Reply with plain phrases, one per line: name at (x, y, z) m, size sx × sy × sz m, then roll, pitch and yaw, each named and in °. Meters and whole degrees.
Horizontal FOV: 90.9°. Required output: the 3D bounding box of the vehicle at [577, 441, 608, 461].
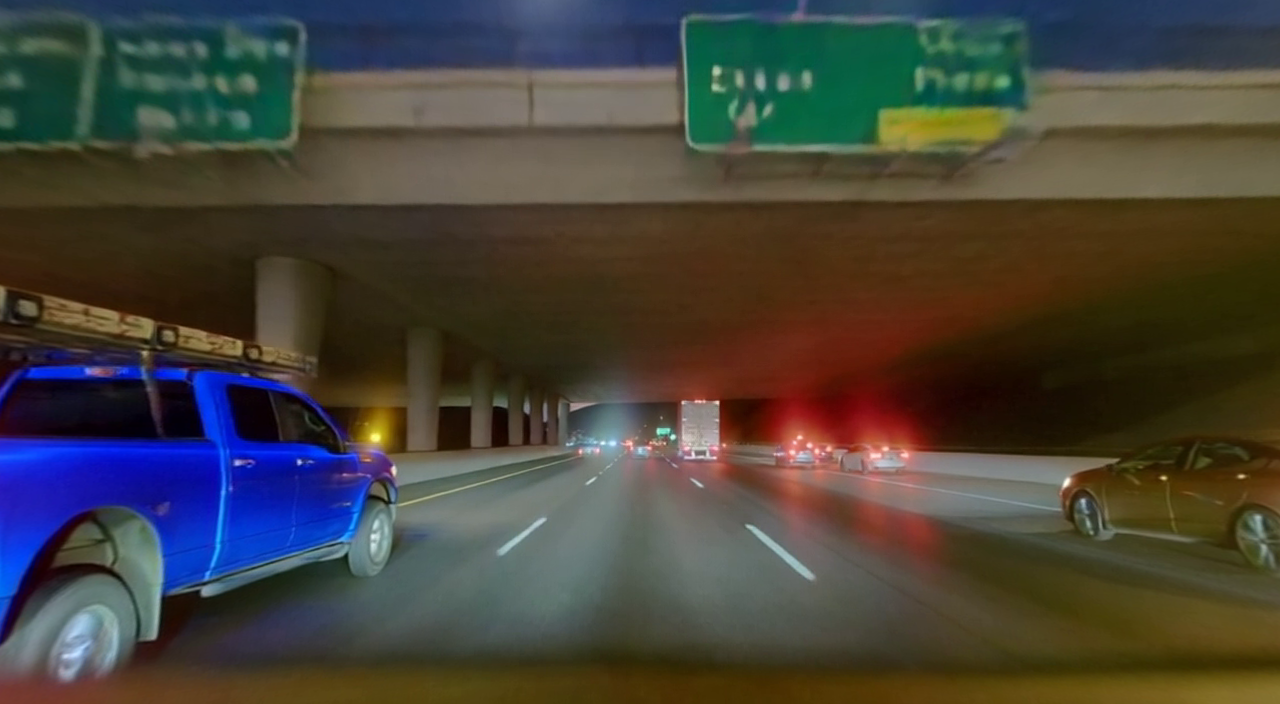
vehicle at (-3.569, 7.580, 48.338) m, size 2.077 × 1.446 × 4.106 m, roll 0°, pitch -8°, yaw 0°

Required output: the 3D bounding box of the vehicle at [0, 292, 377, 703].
vehicle at (-4.255, 0.881, 3.716) m, size 2.599 × 2.054 × 6.288 m, roll -1°, pitch -8°, yaw 1°

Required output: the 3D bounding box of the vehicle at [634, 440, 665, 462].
vehicle at (0.665, 7.073, 45.221) m, size 2.092 × 1.446 × 4.092 m, roll -1°, pitch -8°, yaw 0°

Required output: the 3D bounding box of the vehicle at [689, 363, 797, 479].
vehicle at (4.097, 3.342, 28.598) m, size 2.885 × 4.036 × 12.891 m, roll -1°, pitch -8°, yaw 1°

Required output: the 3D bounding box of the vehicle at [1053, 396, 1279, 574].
vehicle at (7.159, 1.407, 7.005) m, size 1.999 × 1.700 × 4.640 m, roll -1°, pitch -8°, yaw 0°
